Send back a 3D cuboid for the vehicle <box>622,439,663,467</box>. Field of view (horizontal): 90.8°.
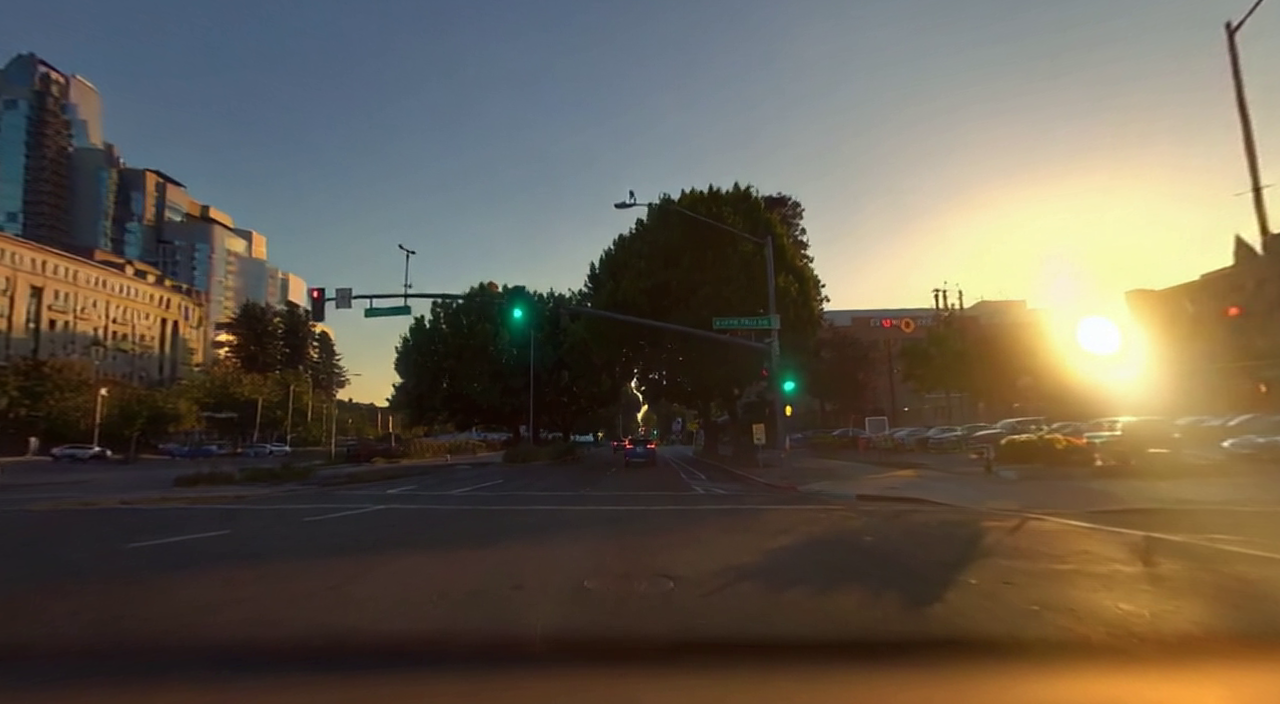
[{"bbox_3d":[0.142,5.576,35.212,2.115,1.461,3.976,0,-8,1],"label":"vehicle"}]
